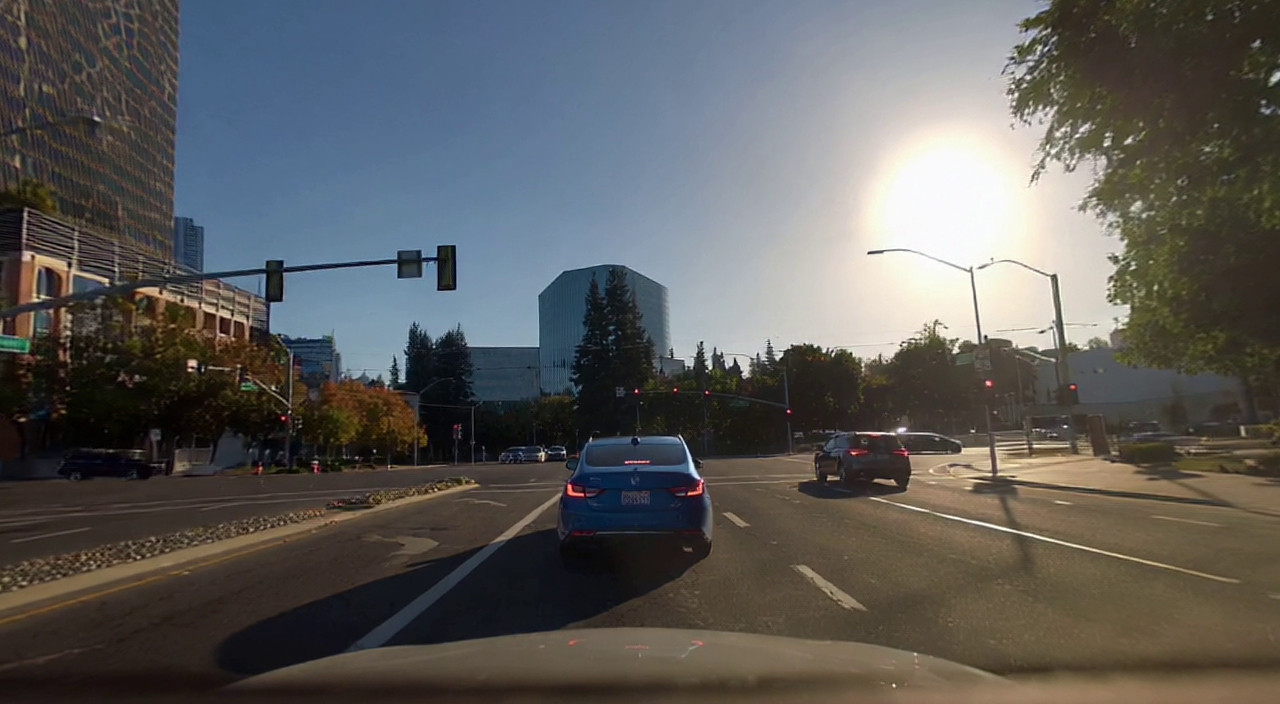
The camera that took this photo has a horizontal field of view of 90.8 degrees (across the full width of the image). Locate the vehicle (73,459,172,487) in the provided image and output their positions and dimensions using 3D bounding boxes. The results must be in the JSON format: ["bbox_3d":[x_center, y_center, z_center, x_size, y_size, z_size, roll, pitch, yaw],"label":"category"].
[{"bbox_3d":[-32.392,7.553,39.633,4.401,1.625,1.863,0,-8,-4],"label":"vehicle"}]

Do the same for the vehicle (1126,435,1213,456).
[{"bbox_3d":[37.513,6.635,44.832,4.563,1.454,2.056,1,-9,-7],"label":"vehicle"}]

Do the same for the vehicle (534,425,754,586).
[{"bbox_3d":[-0.021,1.763,8.140,2.070,1.488,4.206,0,-8,-2],"label":"vehicle"}]

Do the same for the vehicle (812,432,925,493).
[{"bbox_3d":[7.053,3.440,20.065,2.039,1.692,4.319,0,-8,1],"label":"vehicle"}]
